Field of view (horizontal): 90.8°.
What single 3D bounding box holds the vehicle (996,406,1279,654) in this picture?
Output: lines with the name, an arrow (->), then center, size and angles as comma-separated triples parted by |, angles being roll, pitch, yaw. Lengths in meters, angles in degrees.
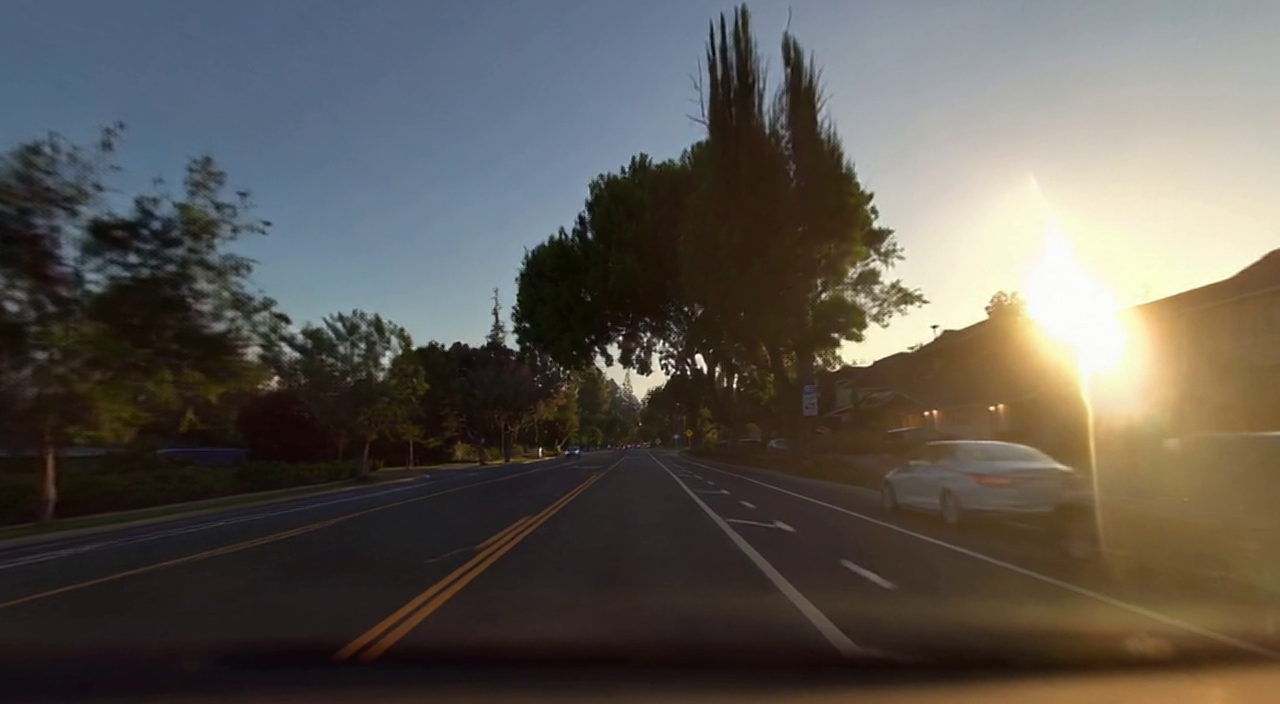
vehicle -> 5.022, 1.207, 4.604 | 1.995, 1.553, 4.628 | 0, -8, -2
